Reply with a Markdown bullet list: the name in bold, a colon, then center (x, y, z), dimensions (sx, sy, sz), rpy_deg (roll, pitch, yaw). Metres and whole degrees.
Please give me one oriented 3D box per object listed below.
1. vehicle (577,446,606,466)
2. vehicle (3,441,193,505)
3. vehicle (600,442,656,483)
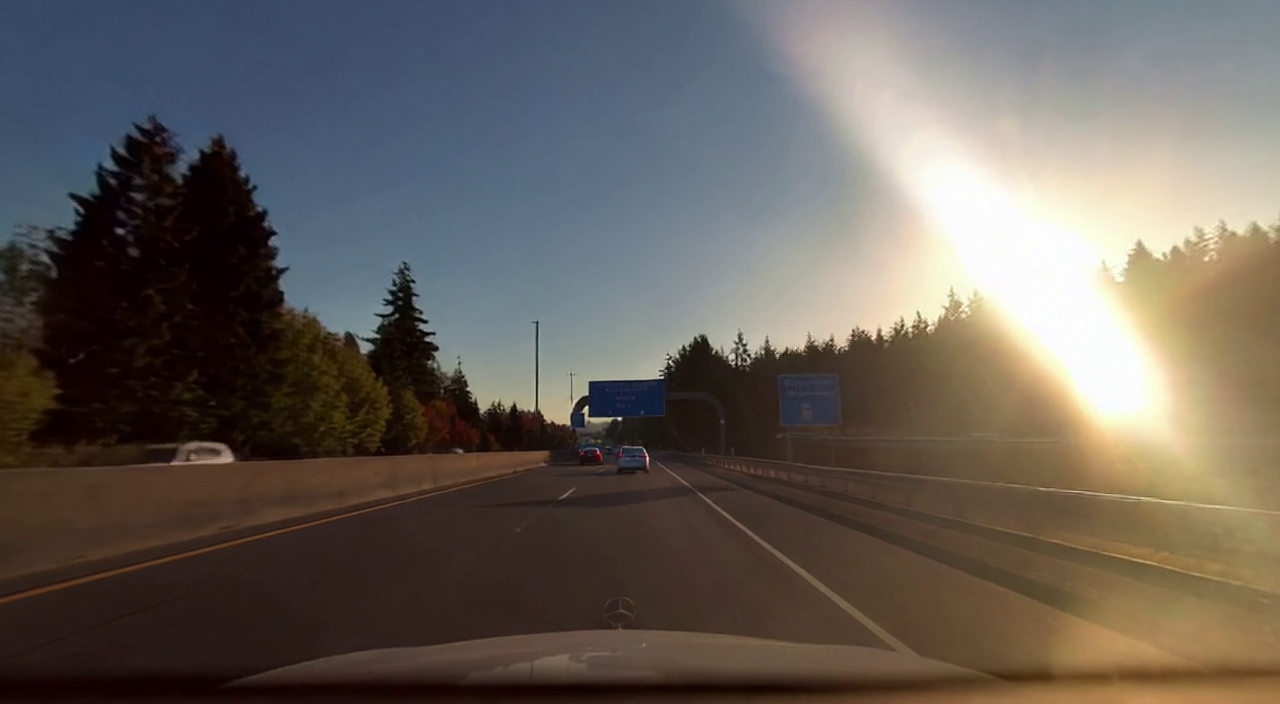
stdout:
- **vehicle**: center (-3.767, 8.082, 48.903), dimensions (1.994, 1.470, 3.752), rpy_deg (-1, -9, 0)
- **vehicle**: center (-16.987, 3.768, 20.061), dimensions (1.955, 1.764, 4.585), rpy_deg (-1, -9, 0)
- **vehicle**: center (-0.467, 4.407, 25.200), dimensions (2.066, 1.490, 3.759), rpy_deg (-1, -9, 0)
